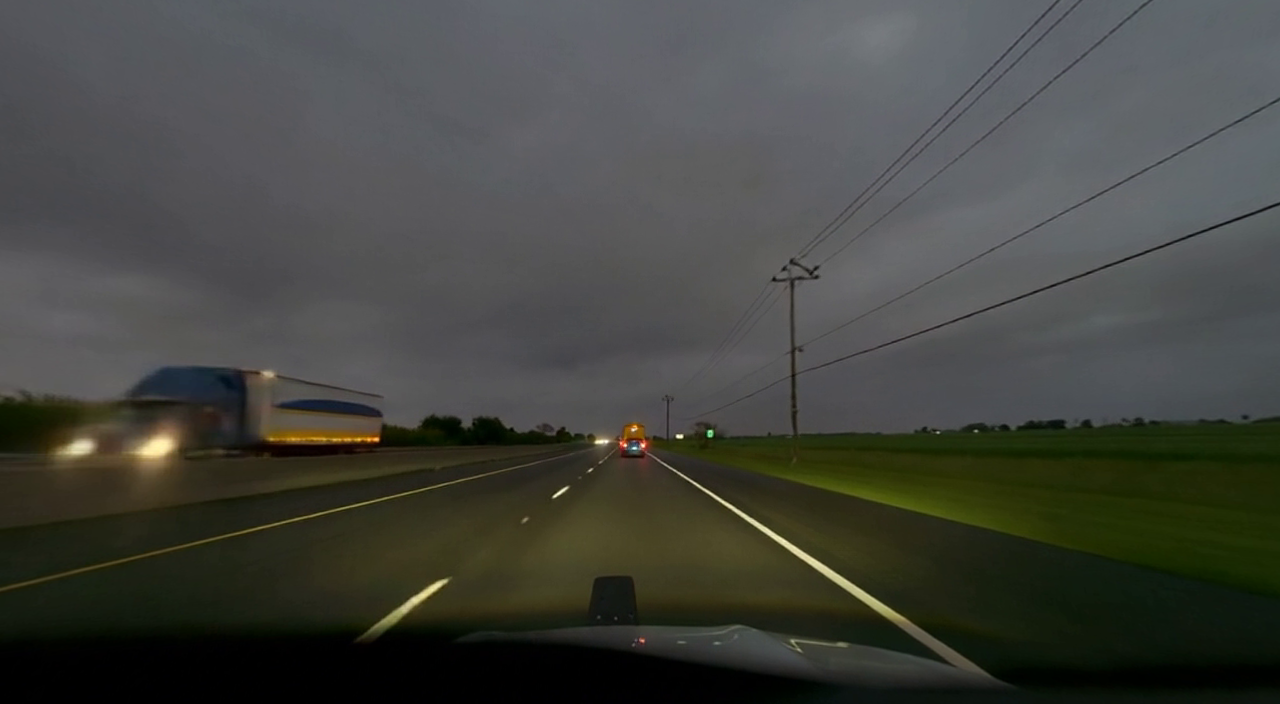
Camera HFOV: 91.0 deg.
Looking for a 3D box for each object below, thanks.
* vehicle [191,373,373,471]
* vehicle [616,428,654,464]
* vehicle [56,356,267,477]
[{"bbox_3d":[-17.046,3.630,31.377,2.992,4.025,10.640,0,-8,-1],"label":"vehicle"},{"bbox_3d":[-0.369,5.947,40.014,2.240,2.129,4.480,0,-8,-2],"label":"vehicle"},{"bbox_3d":[-16.857,2.433,22.876,2.967,3.820,5.896,0,-8,-1],"label":"vehicle"}]
